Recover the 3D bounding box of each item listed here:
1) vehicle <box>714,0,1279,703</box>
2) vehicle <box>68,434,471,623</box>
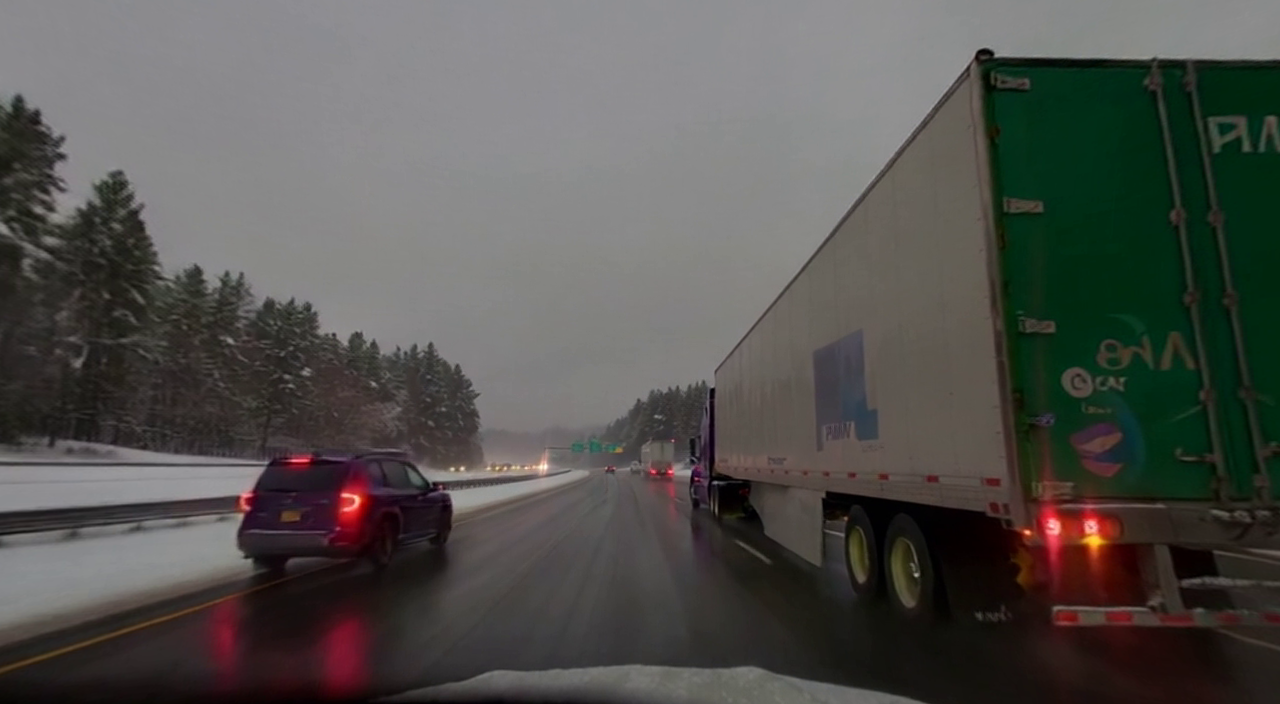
[{"bbox_3d":[3.534,1.212,10.141,2.856,4.040,14.009,1,-10,-1],"label":"vehicle"},{"bbox_3d":[-3.866,1.975,7.963,2.010,1.580,4.949,1,-10,1],"label":"vehicle"}]
